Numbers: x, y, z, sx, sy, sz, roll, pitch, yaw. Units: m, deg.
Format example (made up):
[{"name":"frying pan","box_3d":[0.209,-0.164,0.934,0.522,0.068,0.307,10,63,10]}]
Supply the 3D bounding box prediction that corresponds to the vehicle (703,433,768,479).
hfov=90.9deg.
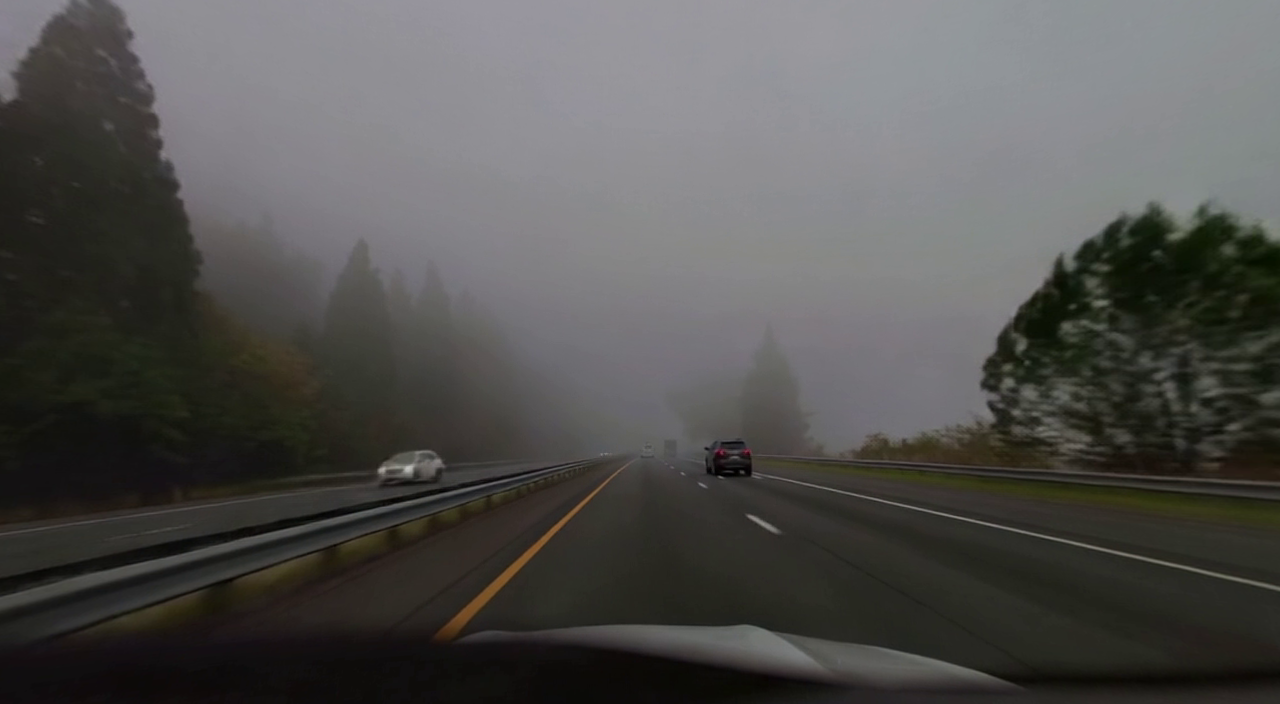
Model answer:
[{"name":"vehicle","box_3d":[4.456,4.944,30.189,2.189,2.007,4.872,0,-9,-1]}]

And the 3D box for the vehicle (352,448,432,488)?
[{"name":"vehicle","box_3d":[-12.897,6.029,33.155,2.093,1.934,5.161,0,-9,0]}]
